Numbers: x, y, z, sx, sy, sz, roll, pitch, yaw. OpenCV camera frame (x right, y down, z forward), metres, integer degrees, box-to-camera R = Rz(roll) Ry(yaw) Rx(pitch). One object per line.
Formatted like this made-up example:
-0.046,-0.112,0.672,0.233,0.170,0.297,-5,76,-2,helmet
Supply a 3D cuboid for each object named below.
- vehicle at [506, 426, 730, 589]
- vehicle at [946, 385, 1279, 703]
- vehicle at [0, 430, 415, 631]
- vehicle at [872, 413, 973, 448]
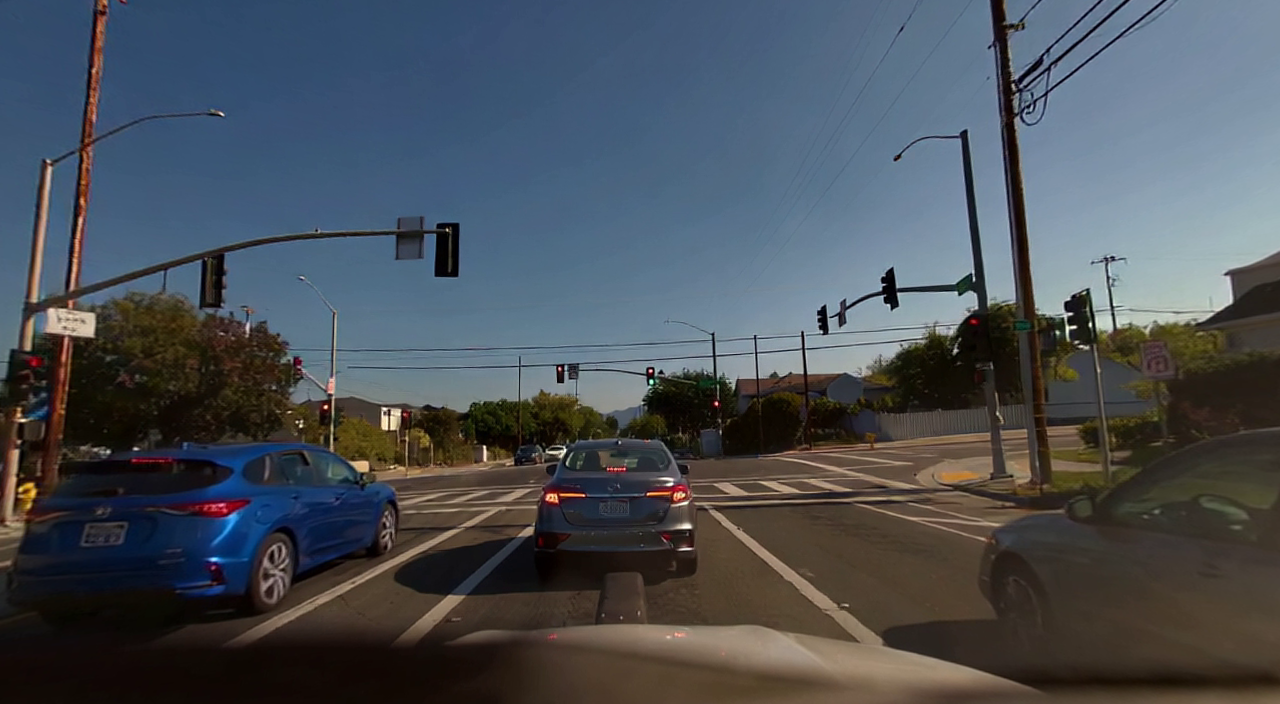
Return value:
-0.227,1.753,7.996,2.061,1.485,4.196,0,-8,-1,vehicle
2.922,0.888,2.162,1.860,1.494,3.707,0,-8,0,vehicle
-4.379,1.665,6.975,2.106,1.492,4.312,0,-8,1,vehicle
15.116,4.243,33.997,4.431,1.555,1.886,-4,-9,2,vehicle
